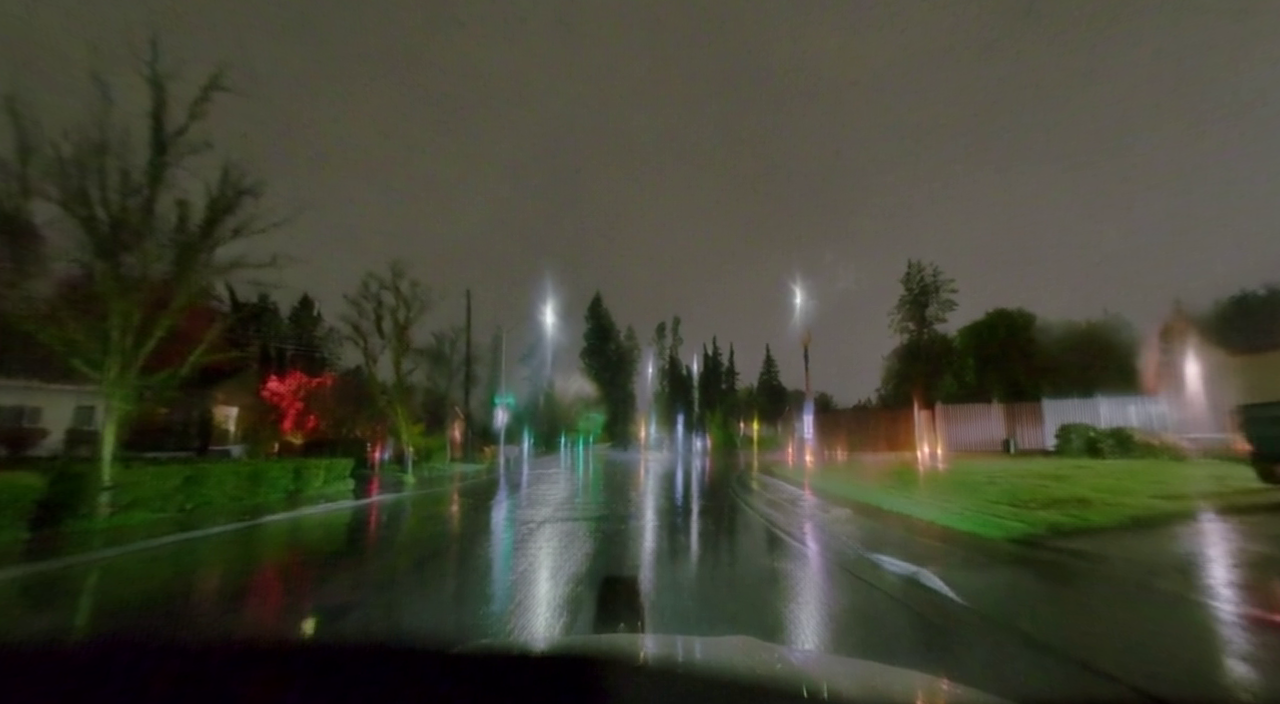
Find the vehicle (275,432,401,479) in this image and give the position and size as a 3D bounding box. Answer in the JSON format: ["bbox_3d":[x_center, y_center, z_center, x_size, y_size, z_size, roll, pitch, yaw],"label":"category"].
[{"bbox_3d":[-14.238,4.886,29.889,5.045,1.835,2.315,-6,-9,15],"label":"vehicle"}]
